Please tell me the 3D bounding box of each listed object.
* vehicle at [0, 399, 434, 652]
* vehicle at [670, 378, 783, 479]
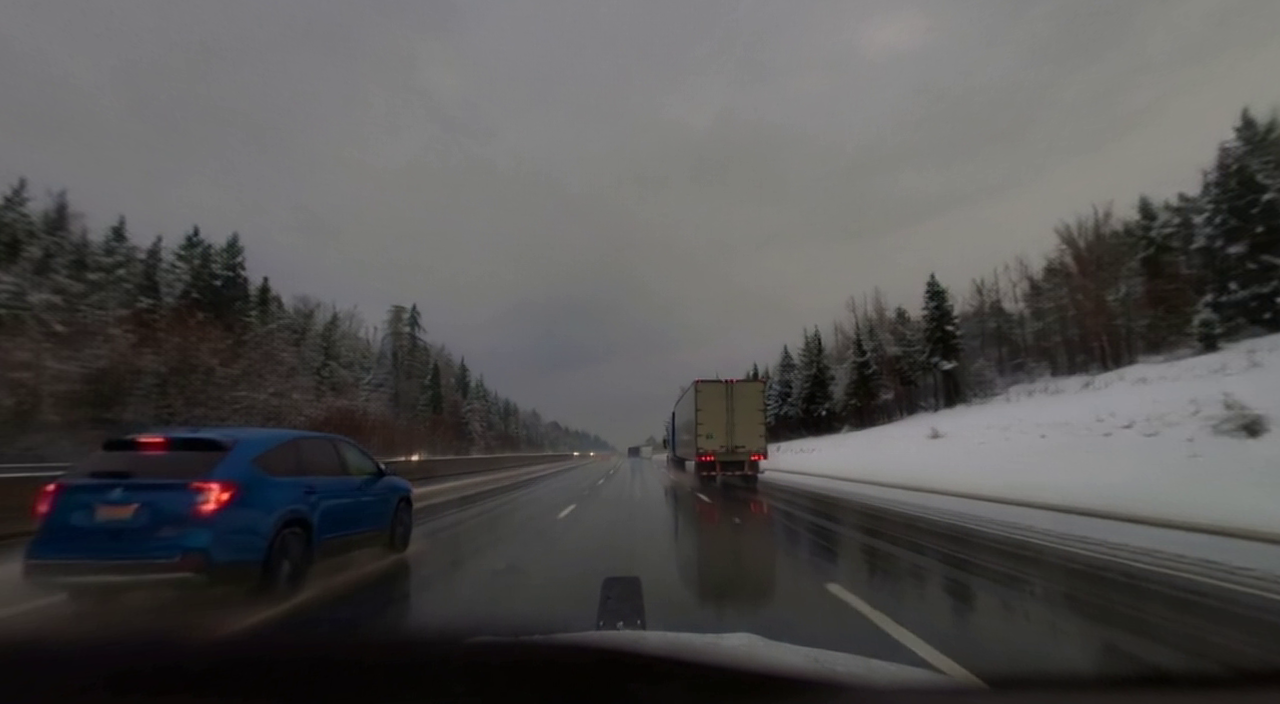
[{"bbox_3d":[-3.902,1.497,6.401,2.115,1.670,4.261,0,-9,1],"label":"vehicle"},{"bbox_3d":[4.029,4.592,35.349,3.532,4.201,17.611,0,-9,-1],"label":"vehicle"}]
